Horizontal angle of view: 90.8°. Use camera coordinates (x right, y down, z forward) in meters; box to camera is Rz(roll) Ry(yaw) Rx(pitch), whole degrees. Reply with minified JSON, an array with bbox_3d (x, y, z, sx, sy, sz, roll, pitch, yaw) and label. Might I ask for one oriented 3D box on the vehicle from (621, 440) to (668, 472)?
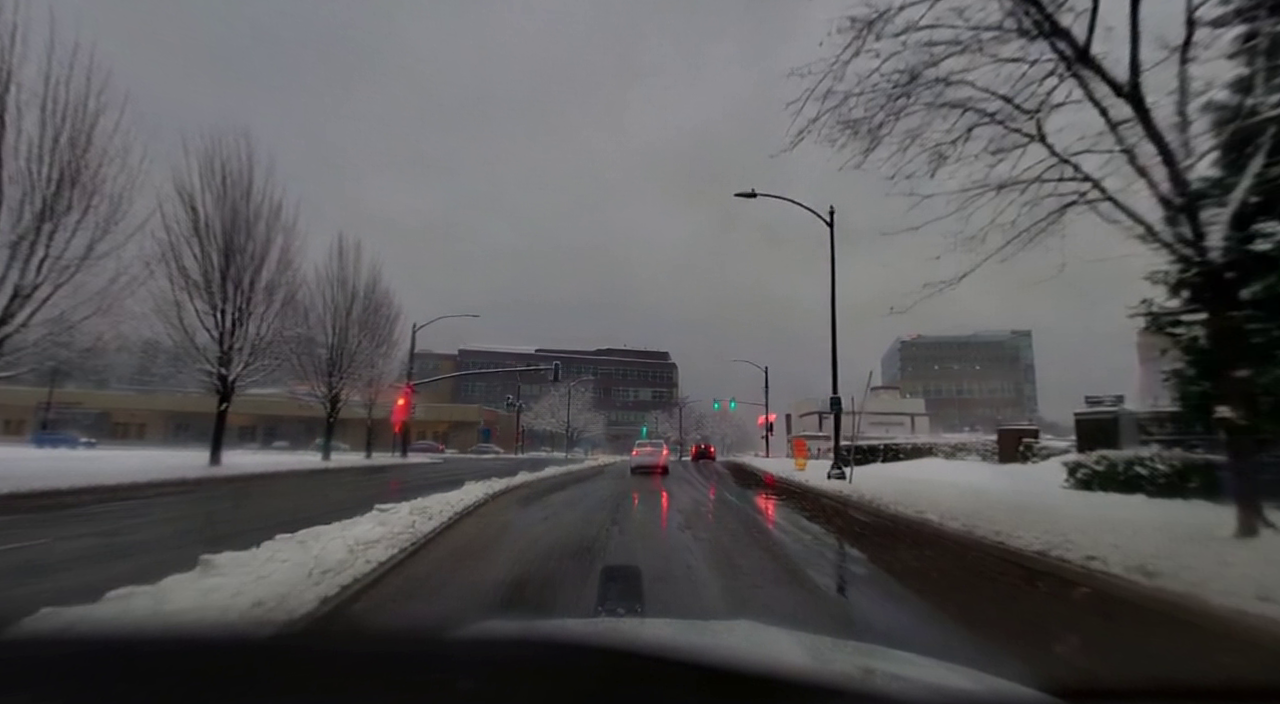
[{"bbox_3d":[0.307,5.255,32.021,2.173,1.479,4.264,-1,-9,4],"label":"vehicle"}]
